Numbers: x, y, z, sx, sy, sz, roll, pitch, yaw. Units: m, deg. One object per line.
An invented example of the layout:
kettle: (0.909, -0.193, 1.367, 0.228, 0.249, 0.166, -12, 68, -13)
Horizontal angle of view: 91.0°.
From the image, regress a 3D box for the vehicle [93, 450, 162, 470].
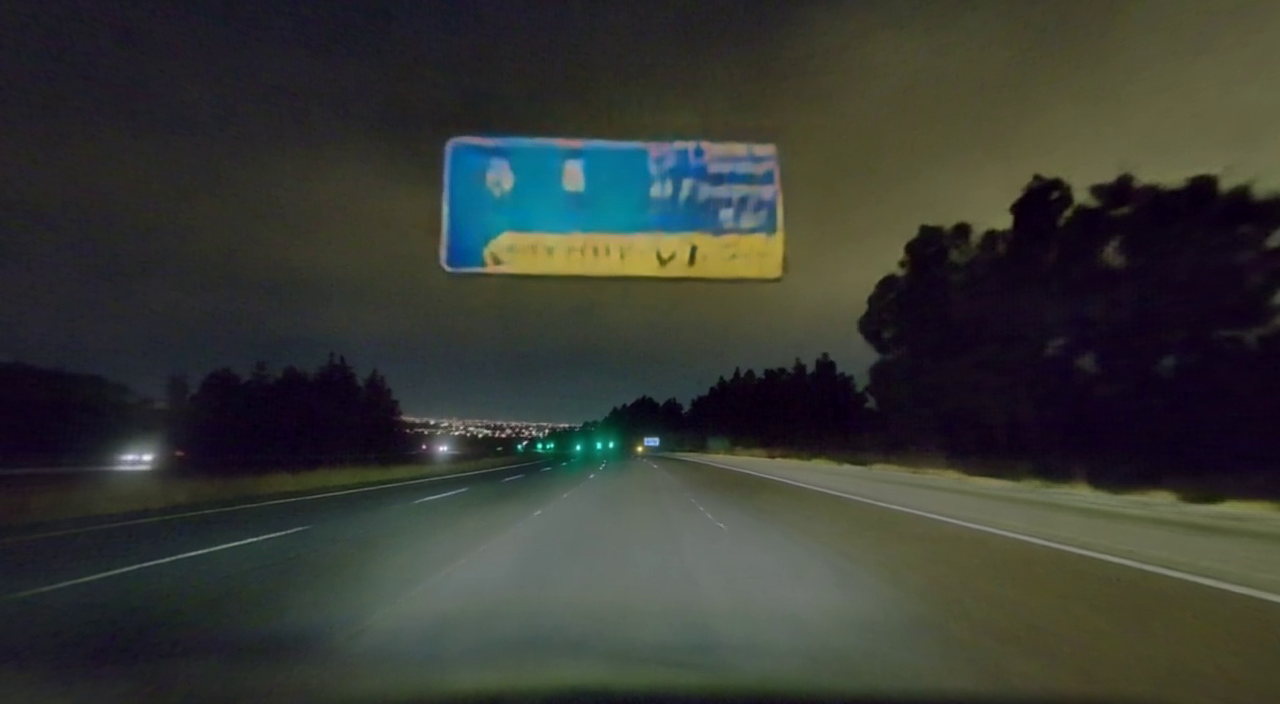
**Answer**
vehicle: (-40.441, 8.515, 49.841, 1.795, 1.516, 4.404, 0, -9, 0)
